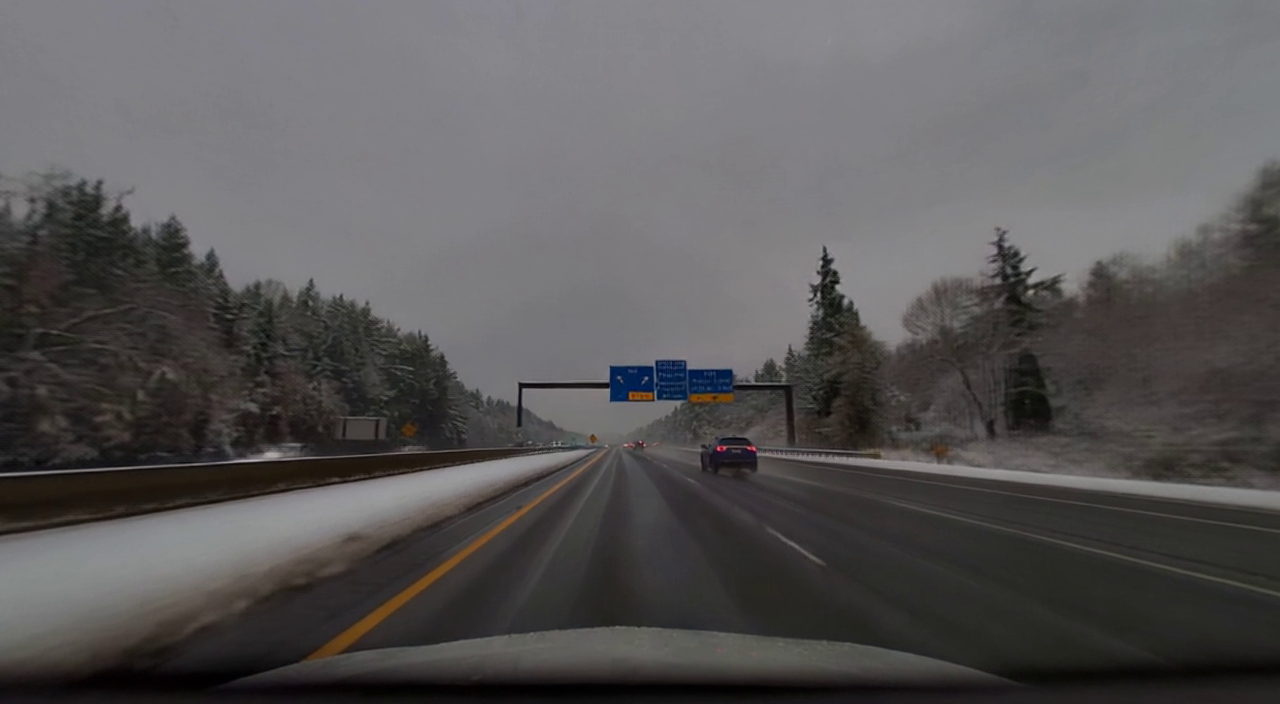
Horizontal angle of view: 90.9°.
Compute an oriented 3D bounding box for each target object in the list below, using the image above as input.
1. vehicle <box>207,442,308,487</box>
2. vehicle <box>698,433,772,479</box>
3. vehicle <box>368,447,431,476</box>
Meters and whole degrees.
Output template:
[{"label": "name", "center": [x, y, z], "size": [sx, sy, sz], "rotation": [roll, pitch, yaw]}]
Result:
[{"label": "vehicle", "center": [-16.989, 4.956, 28.264], "size": [1.910, 1.796, 4.280], "rotation": [0, -8, -2]}, {"label": "vehicle", "center": [3.437, 3.835, 23.618], "size": [1.958, 1.526, 4.227], "rotation": [0, -8, -3]}, {"label": "vehicle", "center": [-13.595, 6.196, 35.900], "size": [1.951, 1.474, 4.413], "rotation": [0, -8, -2]}]
